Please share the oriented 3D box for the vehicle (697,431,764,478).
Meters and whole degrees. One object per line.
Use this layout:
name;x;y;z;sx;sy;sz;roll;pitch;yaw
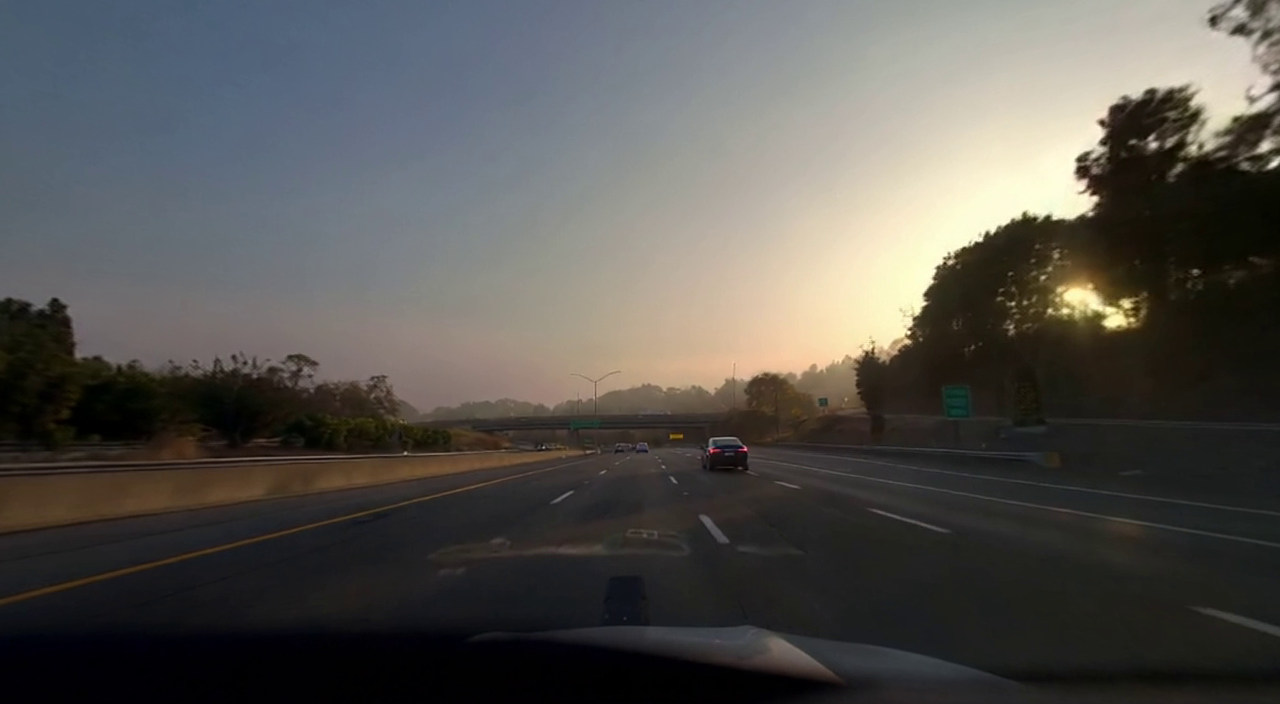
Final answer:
vehicle;3.590;4.170;25.850;2.039;1.701;4.834;0;-8;0
